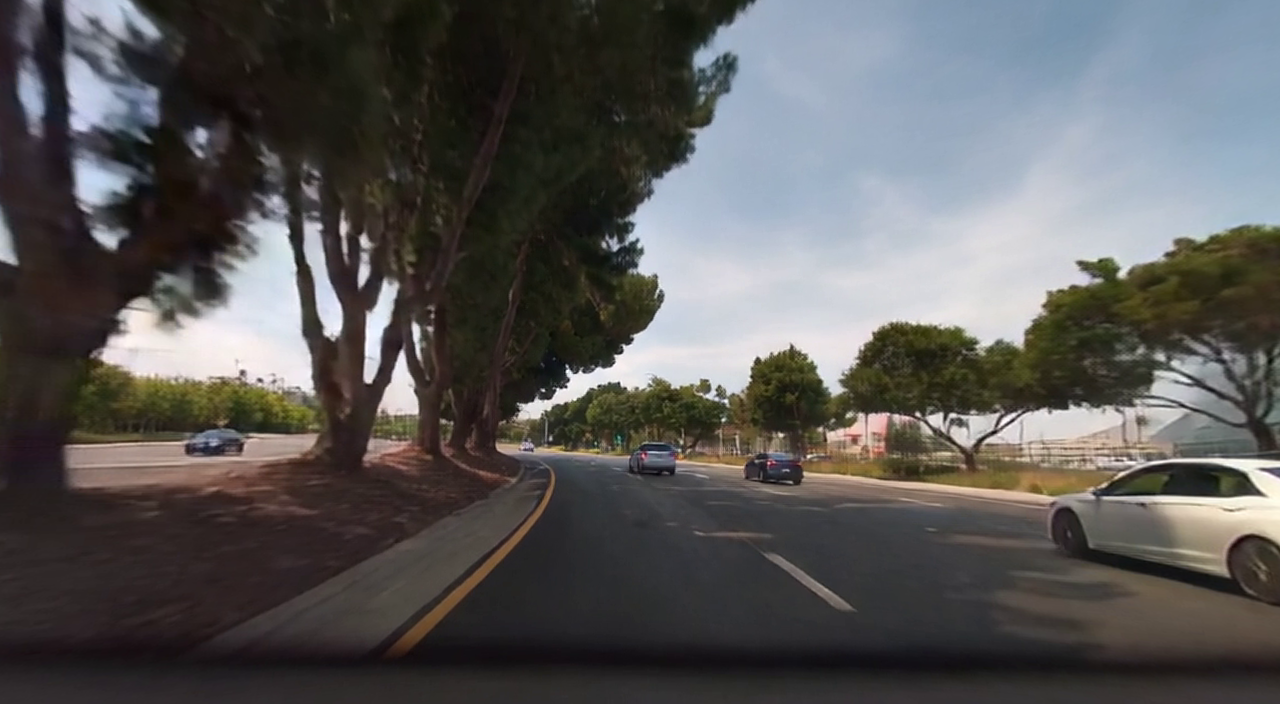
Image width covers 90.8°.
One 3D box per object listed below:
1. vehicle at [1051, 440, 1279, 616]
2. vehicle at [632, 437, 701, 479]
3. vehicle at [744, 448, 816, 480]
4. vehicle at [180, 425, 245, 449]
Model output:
[{"bbox_3d":[6.348,1.580,5.933,1.882,1.476,4.344,0,-8,-3],"label":"vehicle"},{"bbox_3d":[1.040,4.588,27.681,2.122,1.646,4.525,2,-9,-10],"label":"vehicle"},{"bbox_3d":[6.999,5.632,32.181,1.940,1.460,4.652,2,-8,-10],"label":"vehicle"},{"bbox_3d":[-28.677,5.770,42.547,1.915,1.500,4.652,2,-9,-12],"label":"vehicle"}]
